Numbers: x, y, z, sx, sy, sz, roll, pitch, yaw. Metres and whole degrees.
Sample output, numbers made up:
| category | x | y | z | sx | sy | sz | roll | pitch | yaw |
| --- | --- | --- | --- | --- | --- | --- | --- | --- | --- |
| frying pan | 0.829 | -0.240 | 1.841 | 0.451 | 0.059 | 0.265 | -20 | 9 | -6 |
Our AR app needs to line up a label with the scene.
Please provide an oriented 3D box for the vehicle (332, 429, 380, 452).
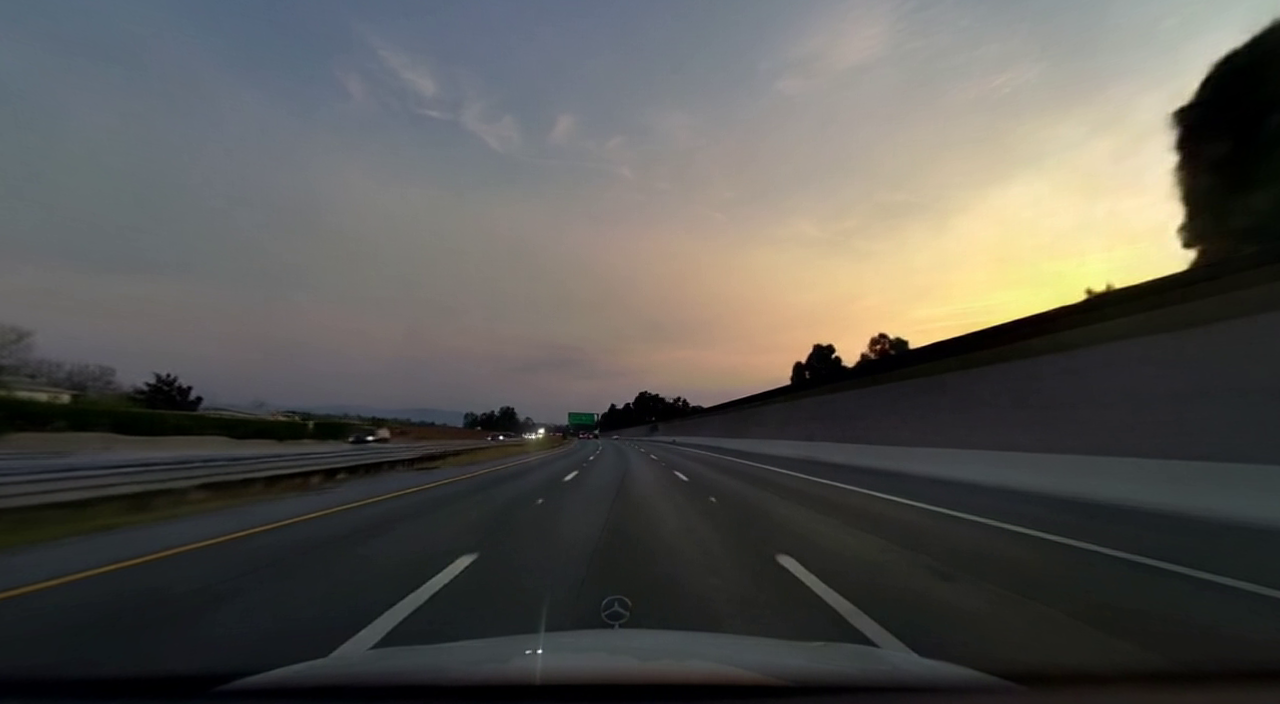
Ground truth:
| category | x | y | z | sx | sy | sz | roll | pitch | yaw |
| --- | --- | --- | --- | --- | --- | --- | --- | --- | --- |
| vehicle | -22.068 | 6.865 | 49.175 | 1.898 | 1.708 | 4.298 | 1 | -8 | -3 |
